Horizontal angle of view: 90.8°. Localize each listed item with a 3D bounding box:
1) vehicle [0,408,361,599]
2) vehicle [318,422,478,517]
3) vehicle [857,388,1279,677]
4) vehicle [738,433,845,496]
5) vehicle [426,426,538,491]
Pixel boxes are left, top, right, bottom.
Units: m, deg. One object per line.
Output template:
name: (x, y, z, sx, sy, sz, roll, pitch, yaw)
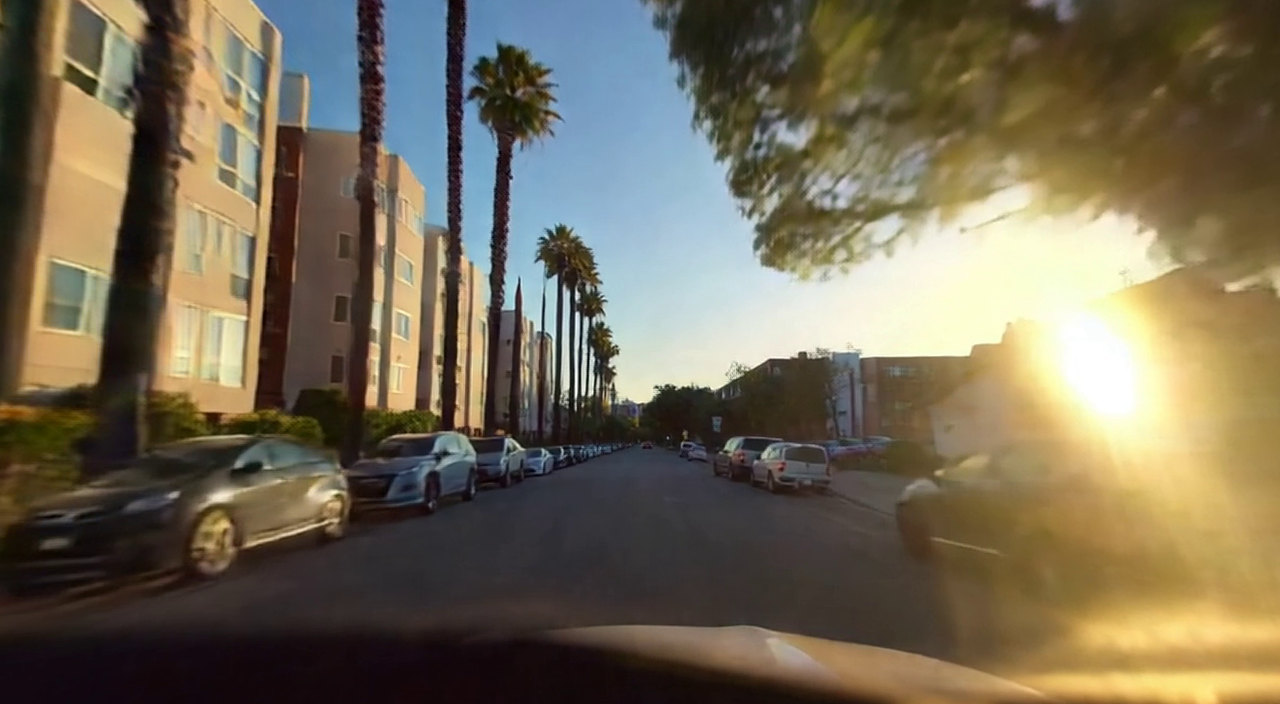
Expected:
vehicle: (-5.685, 1.792, 8.425, 1.947, 1.806, 4.413, 1, -8, -1)
vehicle: (-5.507, 2.706, 15.166, 2.087, 1.896, 4.554, 0, -8, -1)
vehicle: (4.242, 1.490, 6.508, 2.201, 1.787, 5.007, 0, -8, 0)
vehicle: (4.595, 3.510, 20.062, 2.220, 1.738, 4.800, 0, -8, 1)
vehicle: (-5.393, 3.770, 22.679, 2.227, 1.967, 6.220, 0, -9, 2)
